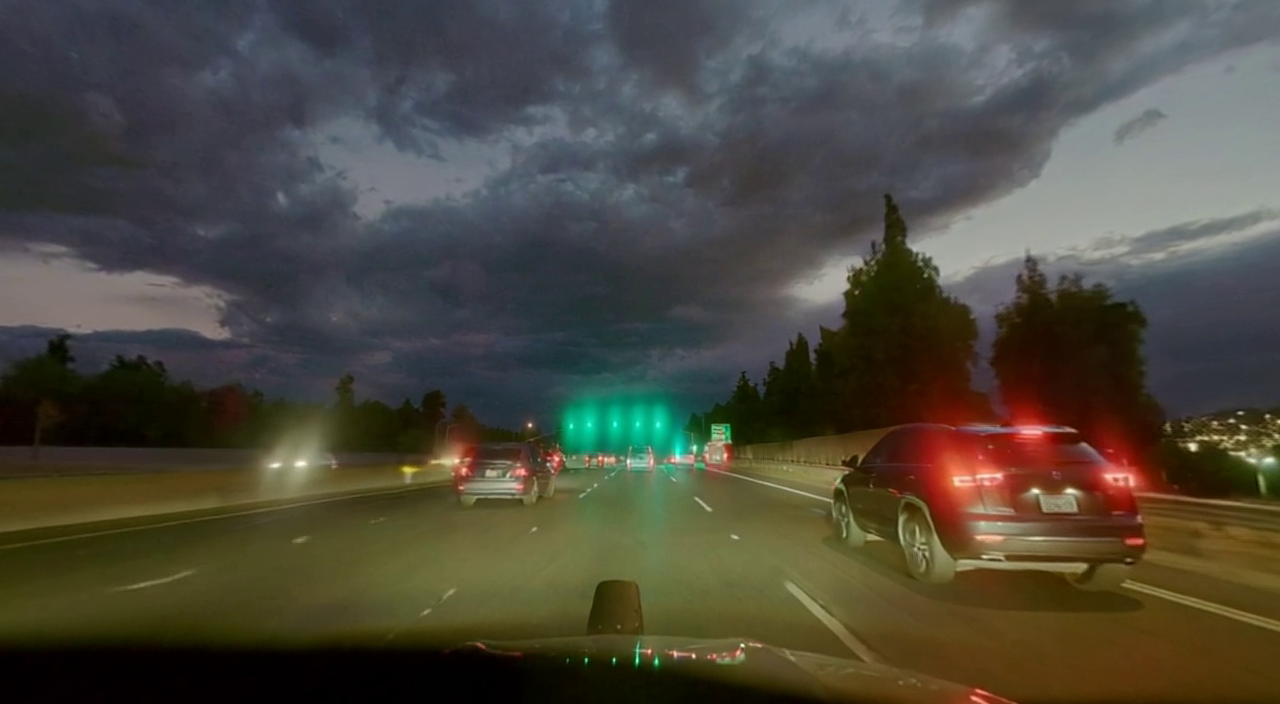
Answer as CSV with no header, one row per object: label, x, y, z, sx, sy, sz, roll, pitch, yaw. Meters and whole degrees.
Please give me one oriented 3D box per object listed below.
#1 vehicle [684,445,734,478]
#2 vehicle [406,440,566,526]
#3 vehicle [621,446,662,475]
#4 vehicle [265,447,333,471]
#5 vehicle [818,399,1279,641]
vehicle,3.860,6.178,35.988,2.320,1.735,4.408,0,-8,0
vehicle,-3.034,2.695,13.697,2.130,1.514,4.766,0,-8,2
vehicle,0.138,6.780,39.748,2.408,1.748,4.217,0,-8,1
vehicle,-24.580,7.718,45.785,1.828,1.560,4.372,-2,-9,13
vehicle,3.616,1.535,6.854,2.029,1.716,4.545,0,-8,0
